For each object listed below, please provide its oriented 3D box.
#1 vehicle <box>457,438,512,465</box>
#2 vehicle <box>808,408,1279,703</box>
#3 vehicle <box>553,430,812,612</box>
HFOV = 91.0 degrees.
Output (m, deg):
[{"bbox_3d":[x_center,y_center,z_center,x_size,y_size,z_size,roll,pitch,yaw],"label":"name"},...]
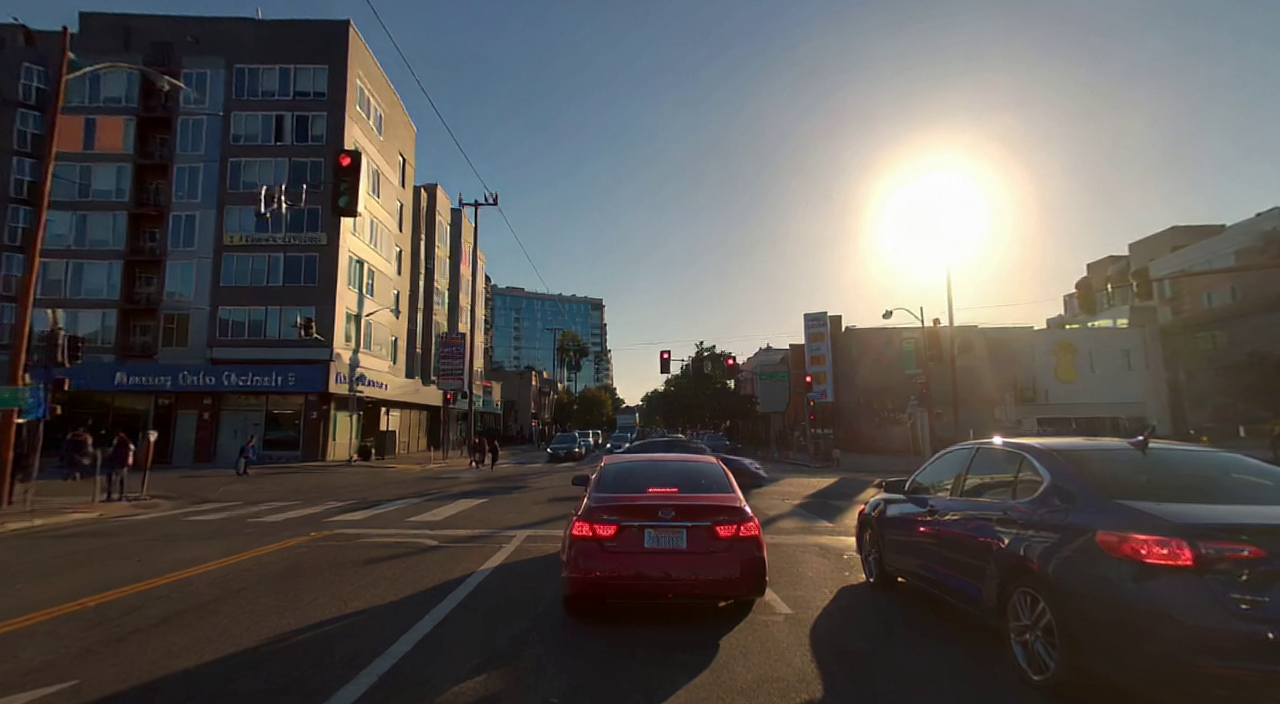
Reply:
[{"bbox_3d":[-9.849,6.340,40.261,2.030,1.596,3.912,-1,-9,8],"label":"vehicle"},{"bbox_3d":[2.806,1.284,4.553,1.961,1.498,4.356,0,-8,0],"label":"vehicle"},{"bbox_3d":[0.273,1.693,7.285,2.132,1.464,4.089,0,-8,-2],"label":"vehicle"}]
